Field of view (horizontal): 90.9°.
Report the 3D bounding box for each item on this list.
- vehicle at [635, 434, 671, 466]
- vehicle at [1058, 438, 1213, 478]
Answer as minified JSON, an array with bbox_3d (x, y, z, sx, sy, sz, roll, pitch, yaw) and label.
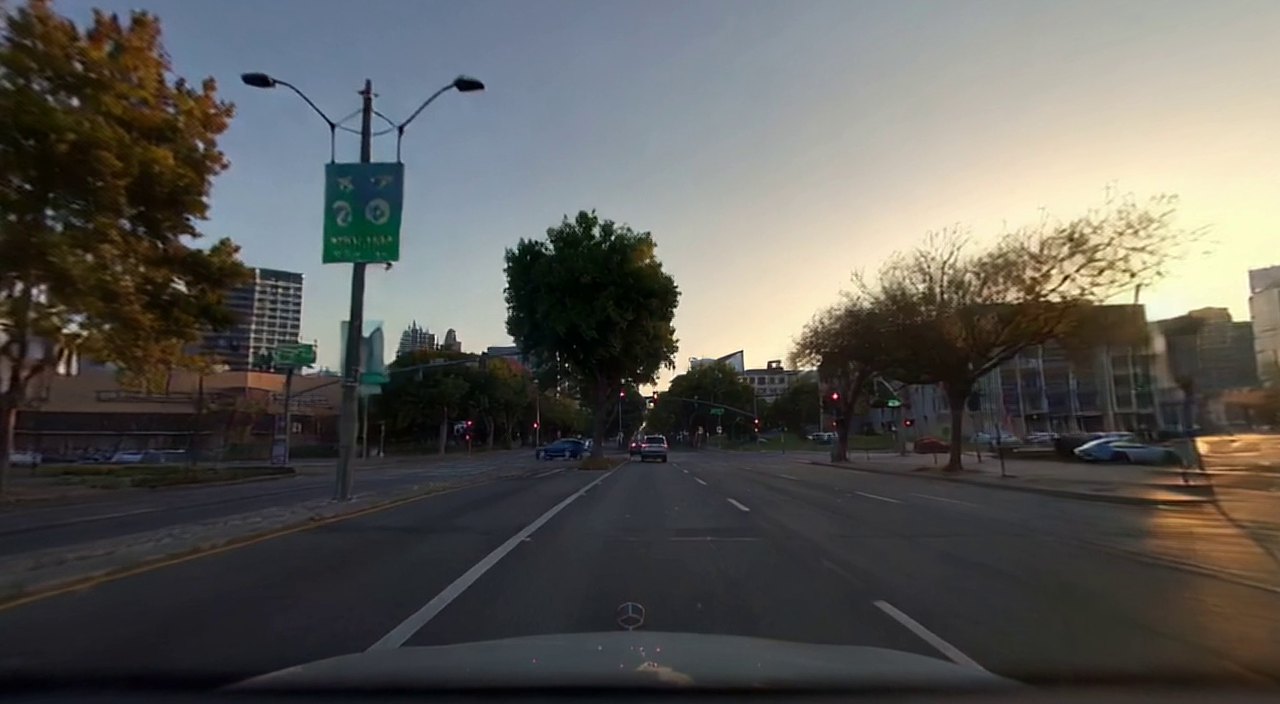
[{"bbox_3d":[0.773,5.871,37.883,1.994,1.759,4.186,0,-8,1],"label":"vehicle"},{"bbox_3d":[19.807,4.248,25.352,4.479,1.488,2.038,0,-8,0],"label":"vehicle"}]
